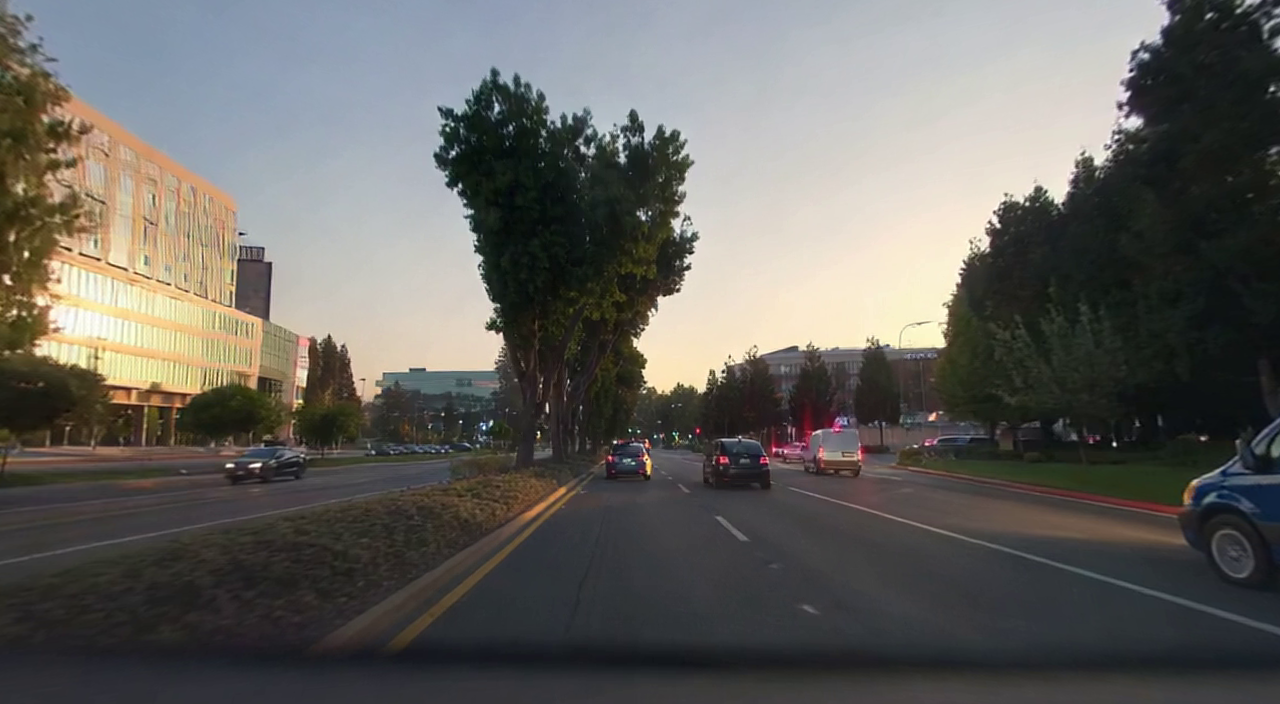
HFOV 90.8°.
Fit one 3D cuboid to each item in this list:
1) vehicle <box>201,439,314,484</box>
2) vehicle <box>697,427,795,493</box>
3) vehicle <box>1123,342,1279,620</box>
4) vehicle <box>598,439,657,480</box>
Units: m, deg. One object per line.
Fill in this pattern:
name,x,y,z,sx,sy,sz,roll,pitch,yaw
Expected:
vehicle,-15.283,4.372,25.567,1.919,1.666,4.288,0,-8,0
vehicle,3.003,3.166,18.892,2.047,1.711,4.265,0,-8,-2
vehicle,6.271,0.804,3.566,2.573,2.127,5.568,0,-8,-1
vehicle,-0.447,4.093,24.354,2.095,1.456,3.873,0,-8,0
